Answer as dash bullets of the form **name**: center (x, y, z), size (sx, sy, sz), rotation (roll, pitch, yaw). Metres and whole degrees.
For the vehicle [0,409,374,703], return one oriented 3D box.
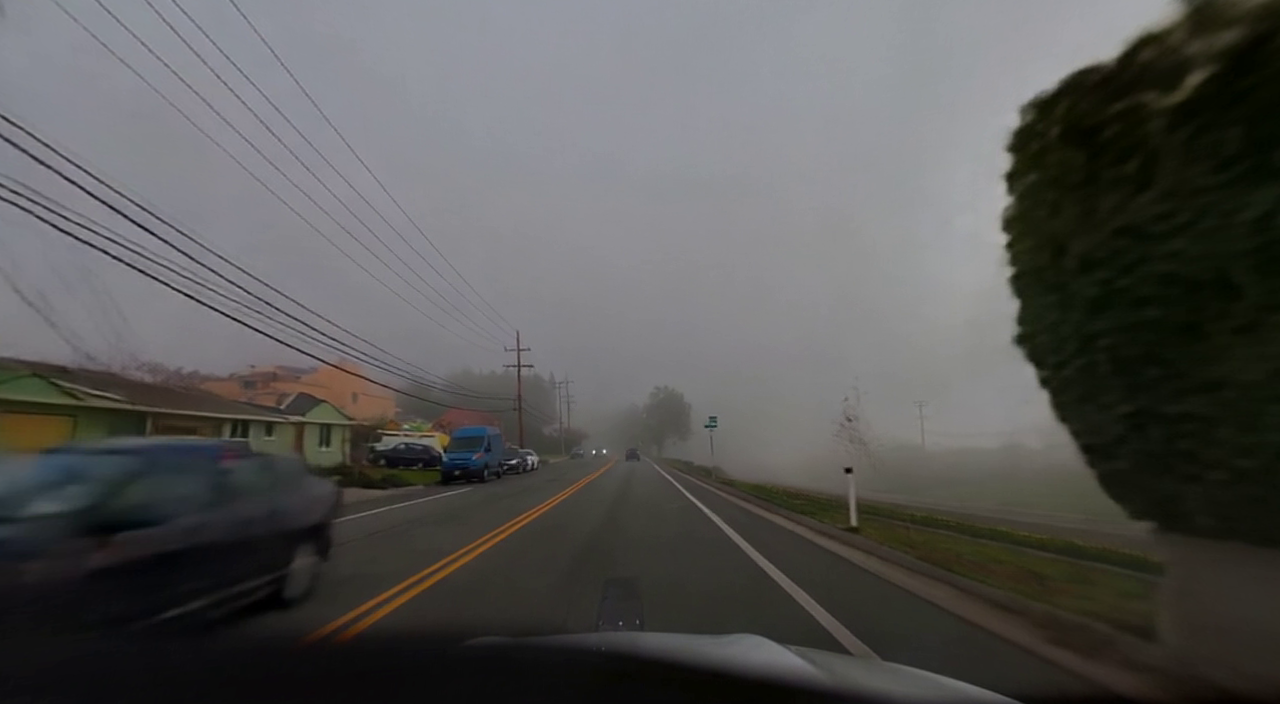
- **vehicle**: center (-3.808, 1.322, 4.883), size (1.796, 1.516, 3.871), rotation (0, -9, 0)

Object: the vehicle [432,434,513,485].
- **vehicle**: center (-7.642, 4.963, 29.509), size (2.335, 2.136, 5.328), rotation (0, -9, -1)

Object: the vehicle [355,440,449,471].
- **vehicle**: center (-12.789, 5.590, 34.157), size (4.334, 1.590, 2.006), rotation (2, -9, -8)
